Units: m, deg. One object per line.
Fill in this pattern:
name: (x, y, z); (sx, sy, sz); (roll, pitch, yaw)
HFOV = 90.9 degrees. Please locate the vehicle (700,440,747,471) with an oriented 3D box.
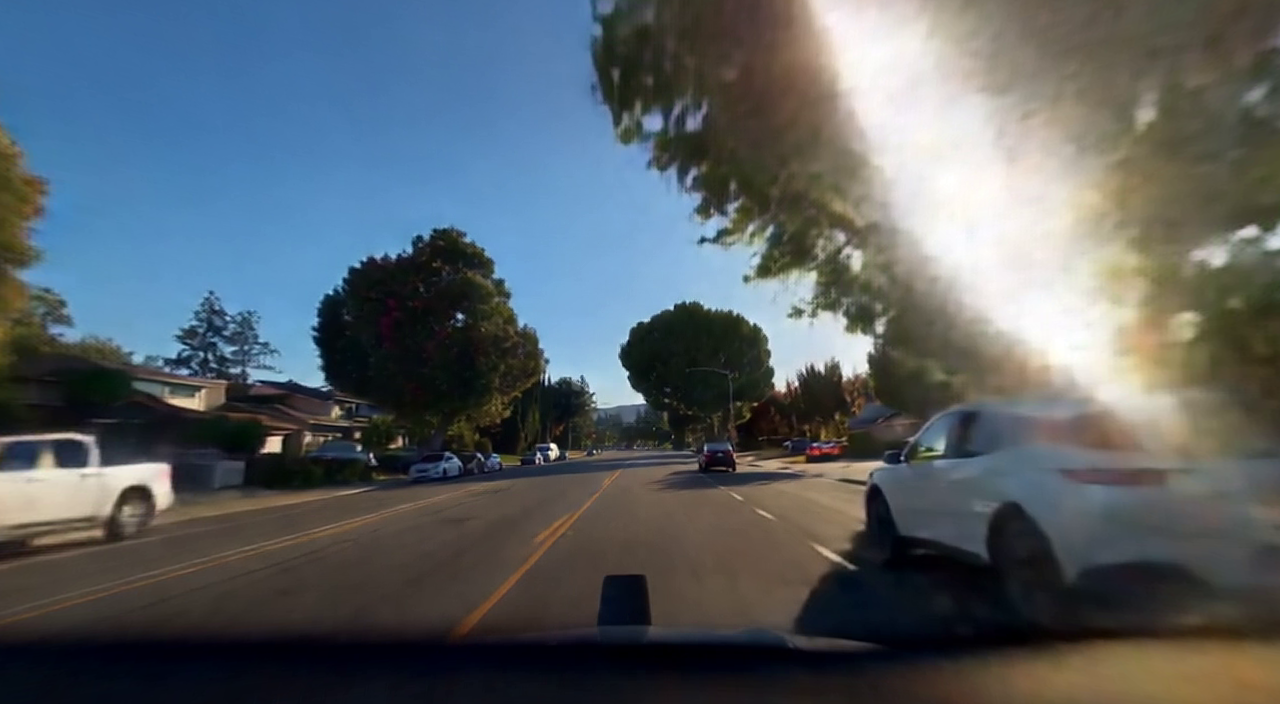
vehicle: (4.374, 5.491, 33.705); (1.956, 1.492, 4.425); (-1, -8, 1)

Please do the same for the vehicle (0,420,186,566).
vehicle: (-10.575, 2.272, 10.216); (2.254, 2.127, 5.697); (-3, -9, -1)

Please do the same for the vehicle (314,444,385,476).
vehicle: (-17.311, 6.440, 37.836); (1.914, 1.792, 4.470); (-1, -8, 3)

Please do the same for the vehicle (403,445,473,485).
vehicle: (-10.355, 5.775, 32.624); (2.083, 1.791, 4.585); (-4, -8, 0)

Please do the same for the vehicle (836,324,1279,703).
vehicle: (4.022, 1.212, 5.954); (2.497, 1.889, 5.833); (-1, -8, 1)
